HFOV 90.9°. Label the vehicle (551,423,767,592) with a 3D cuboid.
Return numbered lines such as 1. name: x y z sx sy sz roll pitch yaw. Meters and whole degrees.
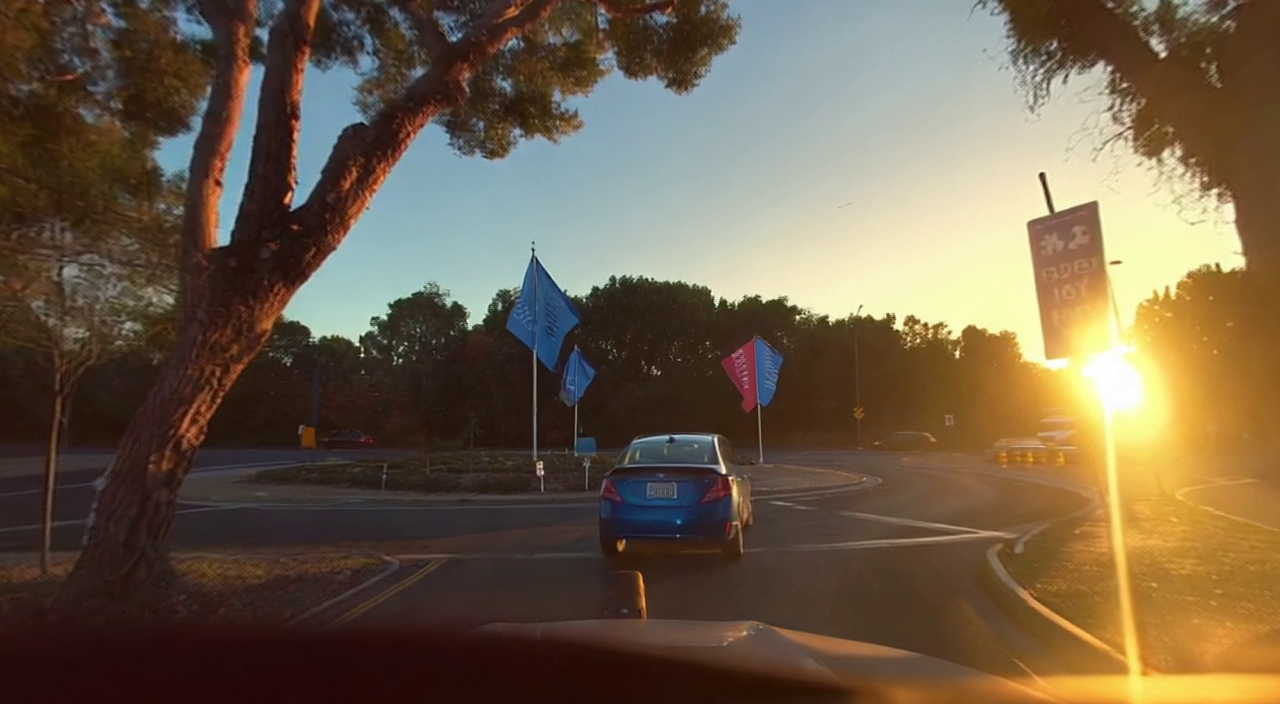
1. vehicle: 0.540 1.842 8.289 2.078 1.607 4.010 -2 -9 12
